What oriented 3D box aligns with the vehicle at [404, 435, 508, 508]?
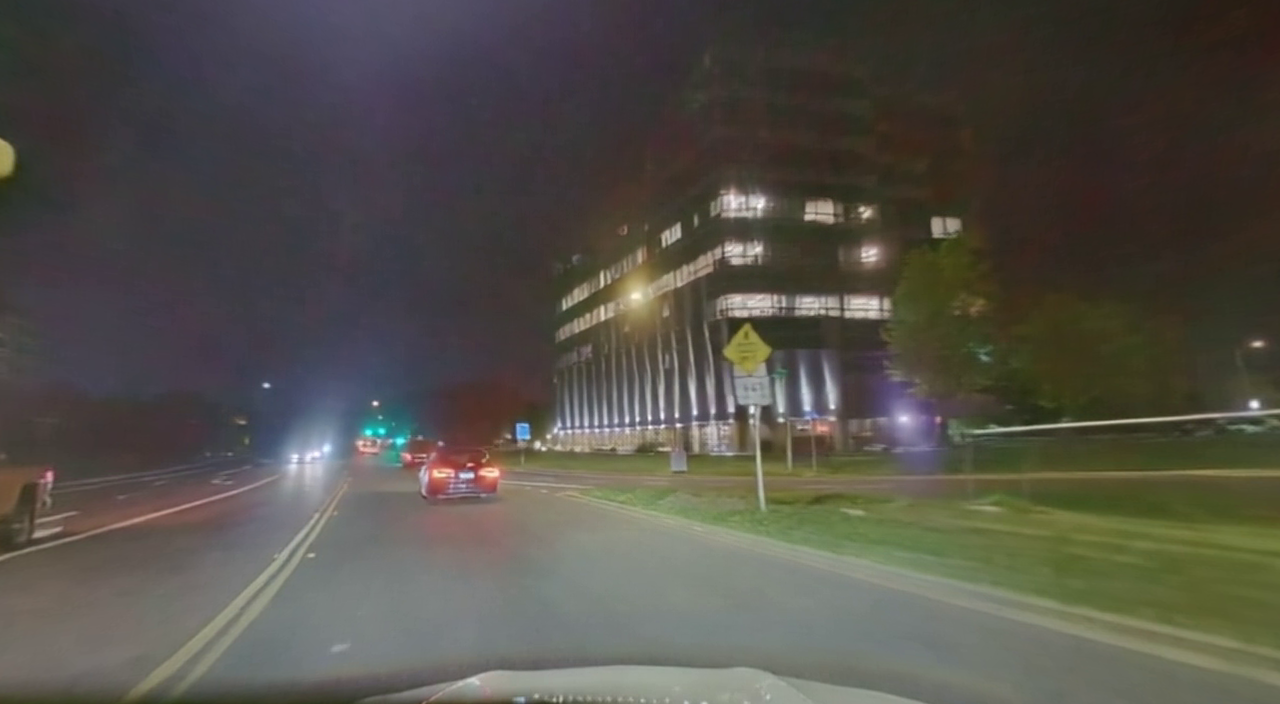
[{"bbox_3d":[-4.617,2.837,15.401,2.014,1.525,3.670,3,-9,-22],"label":"vehicle"}]
